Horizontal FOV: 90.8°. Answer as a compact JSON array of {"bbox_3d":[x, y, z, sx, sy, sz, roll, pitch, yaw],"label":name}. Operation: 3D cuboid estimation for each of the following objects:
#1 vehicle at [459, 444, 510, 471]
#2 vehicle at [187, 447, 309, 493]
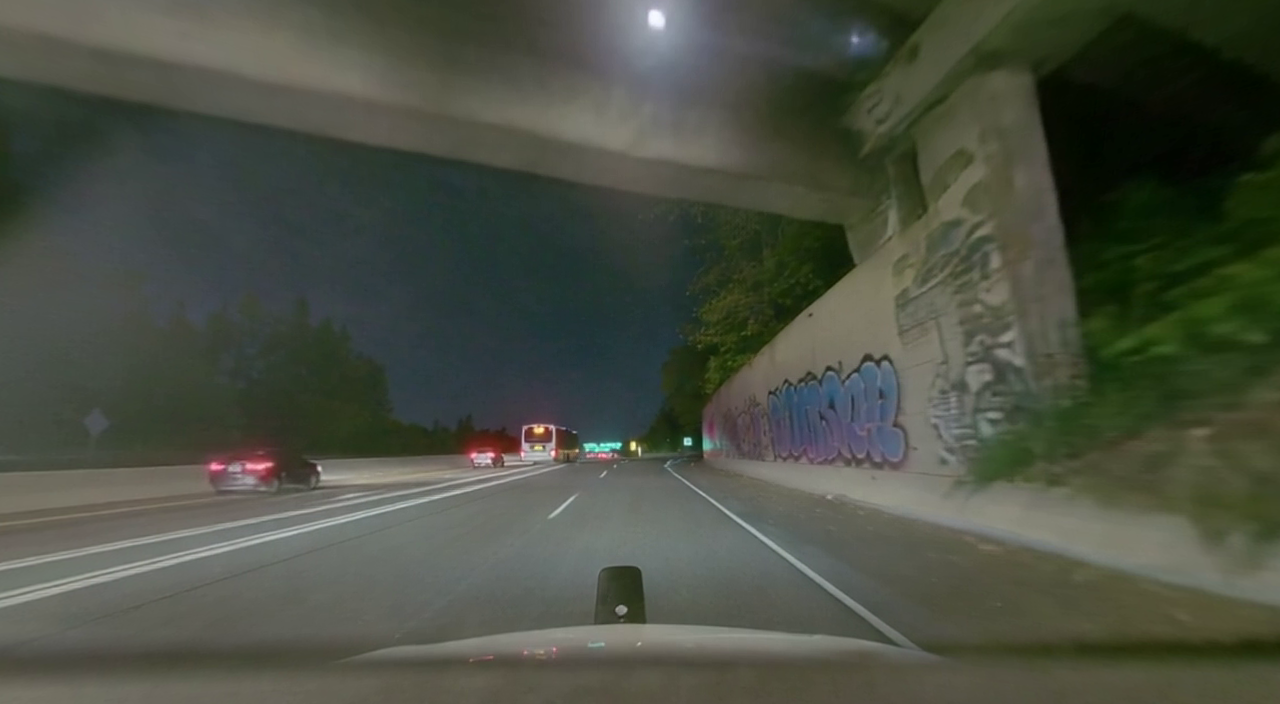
[{"bbox_3d":[-9.671,6.597,39.656,1.979,1.600,4.516,0,-8,1],"label":"vehicle"},{"bbox_3d":[-13.881,4.152,22.645,1.878,1.470,3.825,0,-8,0],"label":"vehicle"}]
